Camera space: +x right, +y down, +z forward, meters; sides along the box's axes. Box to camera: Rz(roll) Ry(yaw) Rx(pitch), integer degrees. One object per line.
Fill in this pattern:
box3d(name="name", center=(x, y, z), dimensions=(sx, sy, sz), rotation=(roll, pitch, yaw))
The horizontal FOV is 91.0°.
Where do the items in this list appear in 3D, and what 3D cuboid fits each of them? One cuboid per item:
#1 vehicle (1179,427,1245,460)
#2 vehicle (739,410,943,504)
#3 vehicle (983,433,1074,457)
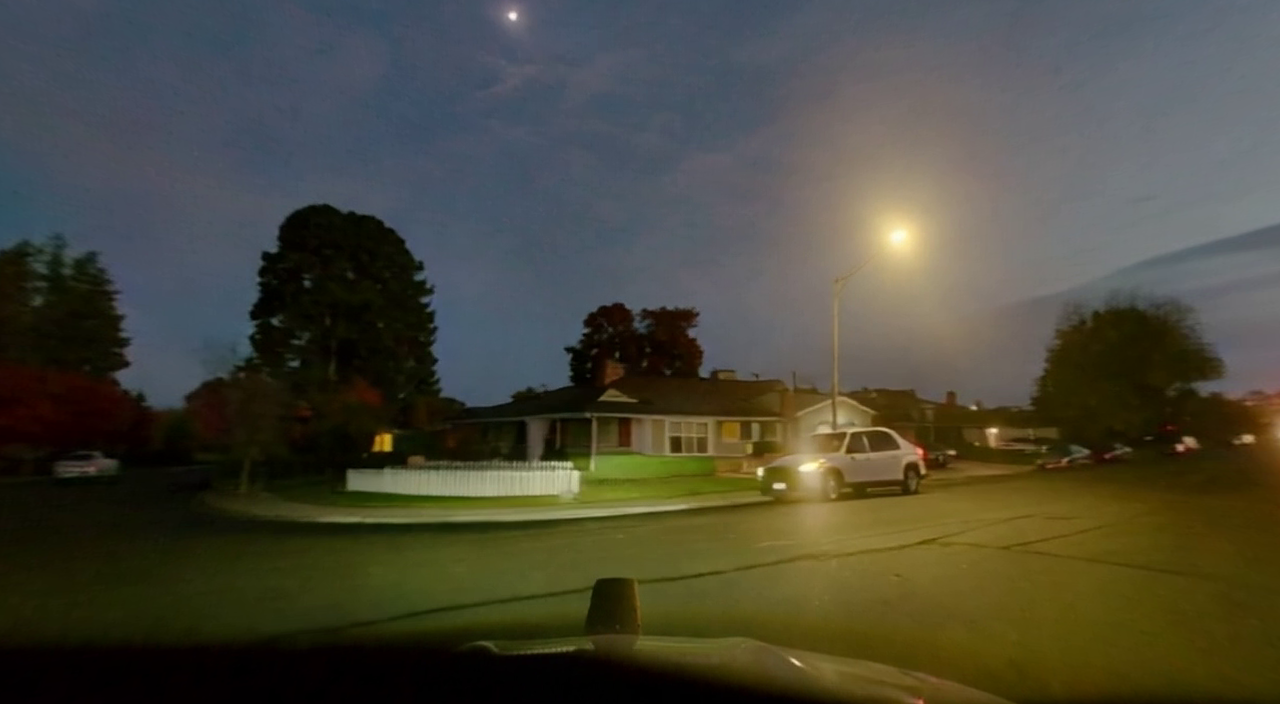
box3d(name="vehicle", center=(42.182, 6.706, 46.329), dimensions=(5.323, 2.054, 2.482), rotation=(3, -10, -38))
box3d(name="vehicle", center=(5.594, 2.811, 17.049), dimensions=(6.088, 2.084, 2.337), rotation=(8, -12, -41))
box3d(name="vehicle", center=(27.622, 6.656, 44.899), dimensions=(2.079, 1.558, 4.977), rotation=(7, -11, -39))
